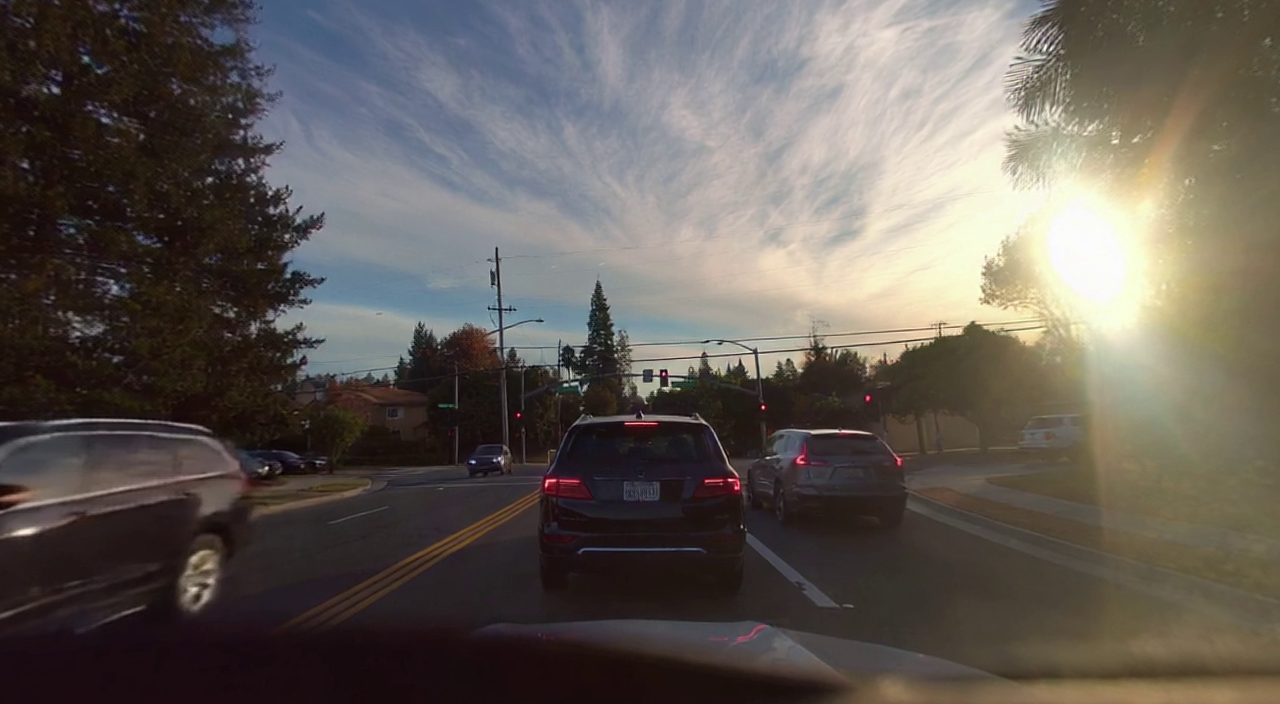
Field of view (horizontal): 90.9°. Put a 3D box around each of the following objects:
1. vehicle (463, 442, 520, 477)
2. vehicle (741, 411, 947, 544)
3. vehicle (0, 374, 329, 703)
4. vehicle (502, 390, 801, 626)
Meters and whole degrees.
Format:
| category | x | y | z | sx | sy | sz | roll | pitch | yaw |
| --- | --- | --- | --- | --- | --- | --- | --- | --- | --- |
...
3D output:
| category | x | y | z | sx | sy | sz | roll | pitch | yaw |
| --- | --- | --- | --- | --- | --- | --- | --- | --- | --- |
| vehicle | -7.586 | 5.492 | 32.575 | 1.985 | 1.672 | 3.960 | 0 | -8 | 0 |
| vehicle | 3.076 | 1.993 | 10.621 | 1.967 | 1.756 | 4.281 | 0 | -8 | -1 |
| vehicle | -4.327 | 1.124 | 4.107 | 2.292 | 1.711 | 4.541 | 0 | -8 | -1 |
| vehicle | 0.056 | 1.429 | 6.690 | 2.151 | 1.695 | 4.100 | 0 | -8 | -1 |
